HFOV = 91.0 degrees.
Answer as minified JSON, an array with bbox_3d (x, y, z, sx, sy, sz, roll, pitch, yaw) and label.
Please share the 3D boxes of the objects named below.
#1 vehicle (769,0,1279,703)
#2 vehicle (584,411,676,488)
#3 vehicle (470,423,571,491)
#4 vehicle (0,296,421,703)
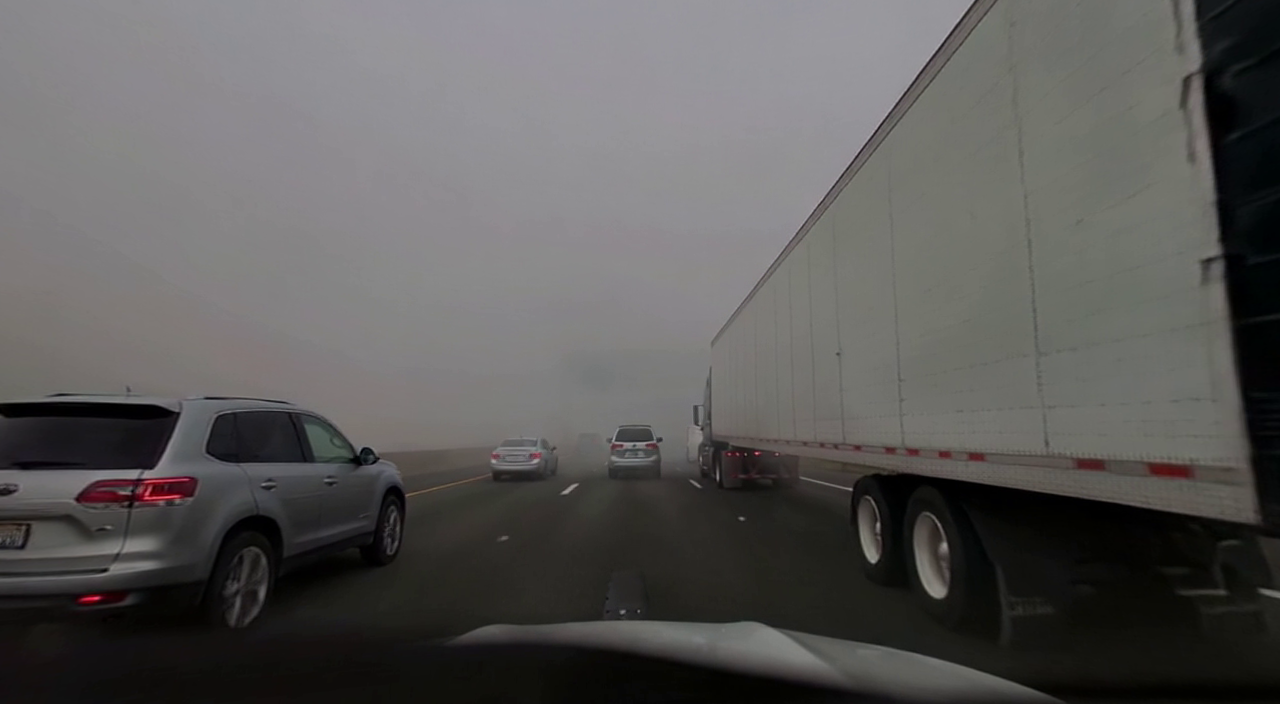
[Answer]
[{"bbox_3d":[3.655,-0.317,2.732,2.852,4.121,16.210,0,-8,0],"label":"vehicle"},{"bbox_3d":[-0.330,3.280,21.408,2.704,2.216,5.804,0,-8,-1],"label":"vehicle"},{"bbox_3d":[-3.504,3.185,19.431,2.120,1.812,4.659,0,-8,1],"label":"vehicle"},{"bbox_3d":[-3.408,0.985,4.100,2.193,1.803,4.958,0,-8,0],"label":"vehicle"}]
